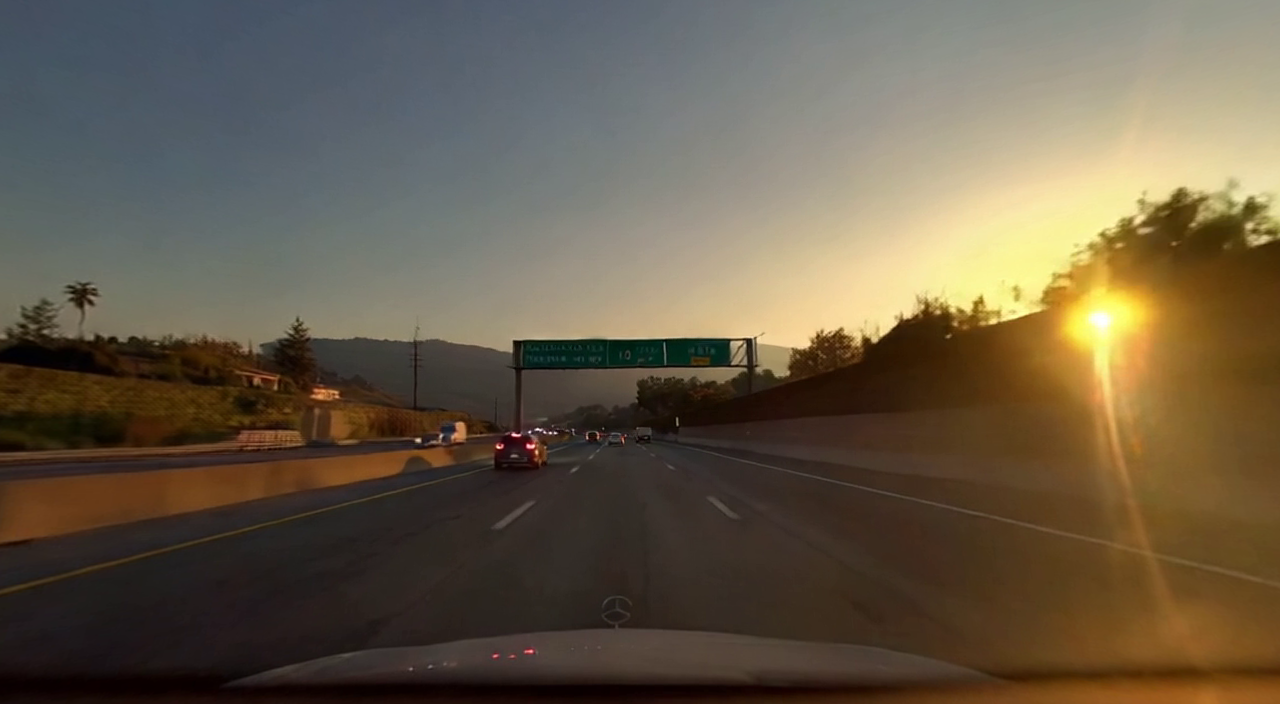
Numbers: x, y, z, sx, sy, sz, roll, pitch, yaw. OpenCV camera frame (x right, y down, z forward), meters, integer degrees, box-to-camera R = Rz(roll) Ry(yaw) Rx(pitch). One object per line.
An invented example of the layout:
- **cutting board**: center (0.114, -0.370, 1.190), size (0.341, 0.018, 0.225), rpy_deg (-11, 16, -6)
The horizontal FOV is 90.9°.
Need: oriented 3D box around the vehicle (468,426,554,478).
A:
- **vehicle**: center (-4.256, 3.369, 21.547), size (2.062, 1.591, 4.156), rpy_deg (0, -8, 0)
